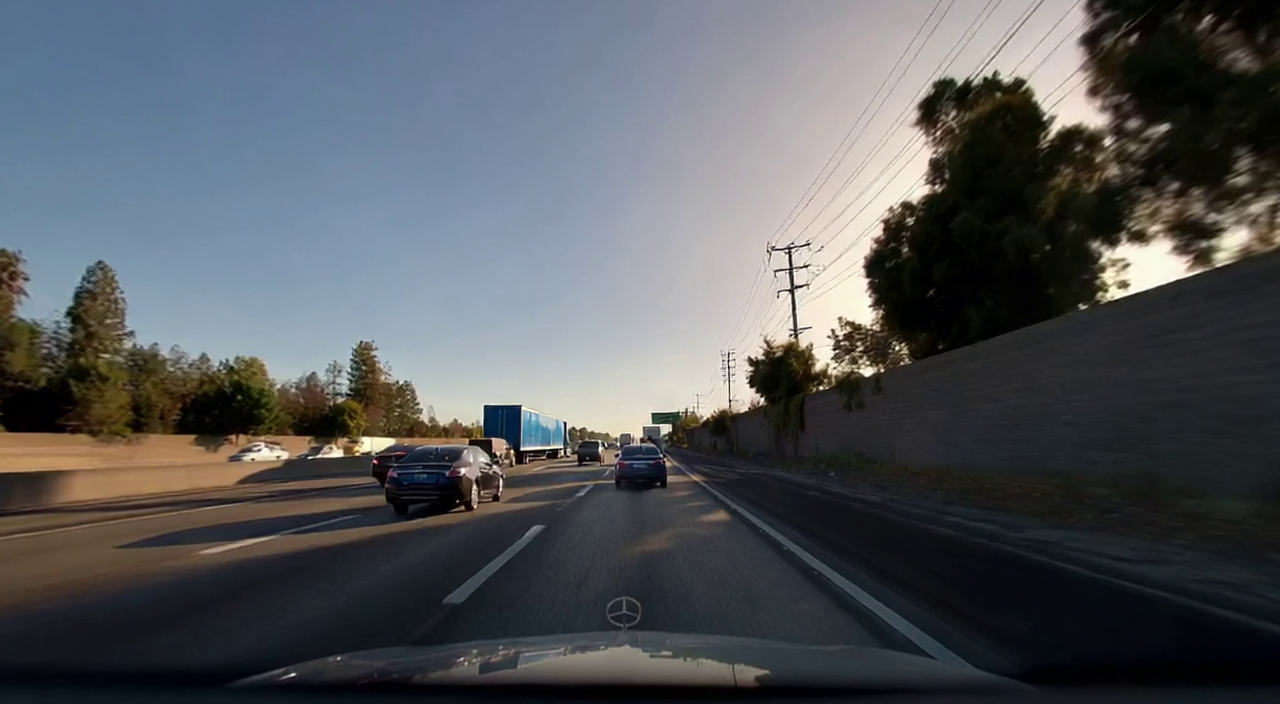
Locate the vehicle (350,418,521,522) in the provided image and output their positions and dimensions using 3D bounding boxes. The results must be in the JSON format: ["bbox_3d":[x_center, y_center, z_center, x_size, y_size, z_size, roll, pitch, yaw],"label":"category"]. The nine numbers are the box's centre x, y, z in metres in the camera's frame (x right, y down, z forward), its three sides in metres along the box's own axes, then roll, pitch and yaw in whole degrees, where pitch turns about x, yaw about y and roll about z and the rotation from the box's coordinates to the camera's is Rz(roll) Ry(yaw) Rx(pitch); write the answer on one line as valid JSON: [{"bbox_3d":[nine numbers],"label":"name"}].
[{"bbox_3d":[-3.814,2.283,12.708,1.923,1.716,4.289,0,-9,1],"label":"vehicle"}]

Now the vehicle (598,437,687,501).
[{"bbox_3d":[0.057,3.042,16.794,2.089,1.477,3.818,0,-9,0],"label":"vehicle"}]

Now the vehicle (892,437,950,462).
[{"bbox_3d":[18.546,6.468,41.908,1.936,1.591,4.362,0,-8,2],"label":"vehicle"}]

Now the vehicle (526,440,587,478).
[{"bbox_3d":[-3.426,4.489,26.758,1.870,1.485,4.304,0,-9,2],"label":"vehicle"}]
